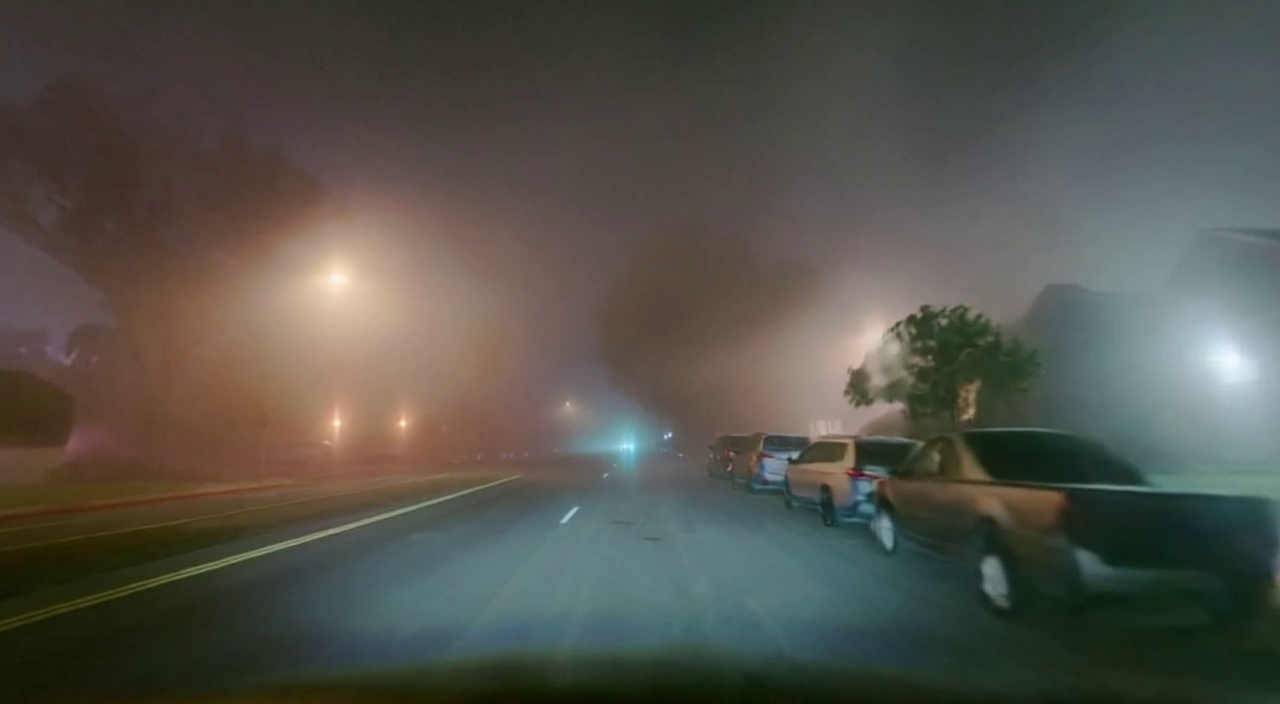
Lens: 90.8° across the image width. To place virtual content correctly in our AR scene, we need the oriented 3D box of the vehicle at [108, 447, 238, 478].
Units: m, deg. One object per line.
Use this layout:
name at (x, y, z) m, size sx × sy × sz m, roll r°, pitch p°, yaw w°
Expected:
vehicle at (-23.650, 5.601, 32.117) m, size 4.946 × 1.518 × 2.115 m, roll 0°, pitch -8°, yaw 1°

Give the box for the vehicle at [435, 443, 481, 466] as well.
vehicle at (-13.802, 7.773, 48.202) m, size 2.131 × 1.492 × 4.310 m, roll -1°, pitch -7°, yaw 2°

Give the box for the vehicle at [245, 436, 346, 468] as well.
vehicle at (-22.814, 6.618, 42.027) m, size 5.386 × 2.043 × 2.124 m, roll 0°, pitch -9°, yaw -1°

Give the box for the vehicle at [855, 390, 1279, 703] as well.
vehicle at (3.665, 1.339, 5.555) m, size 1.954 × 1.632 × 4.356 m, roll 0°, pitch -8°, yaw -1°
